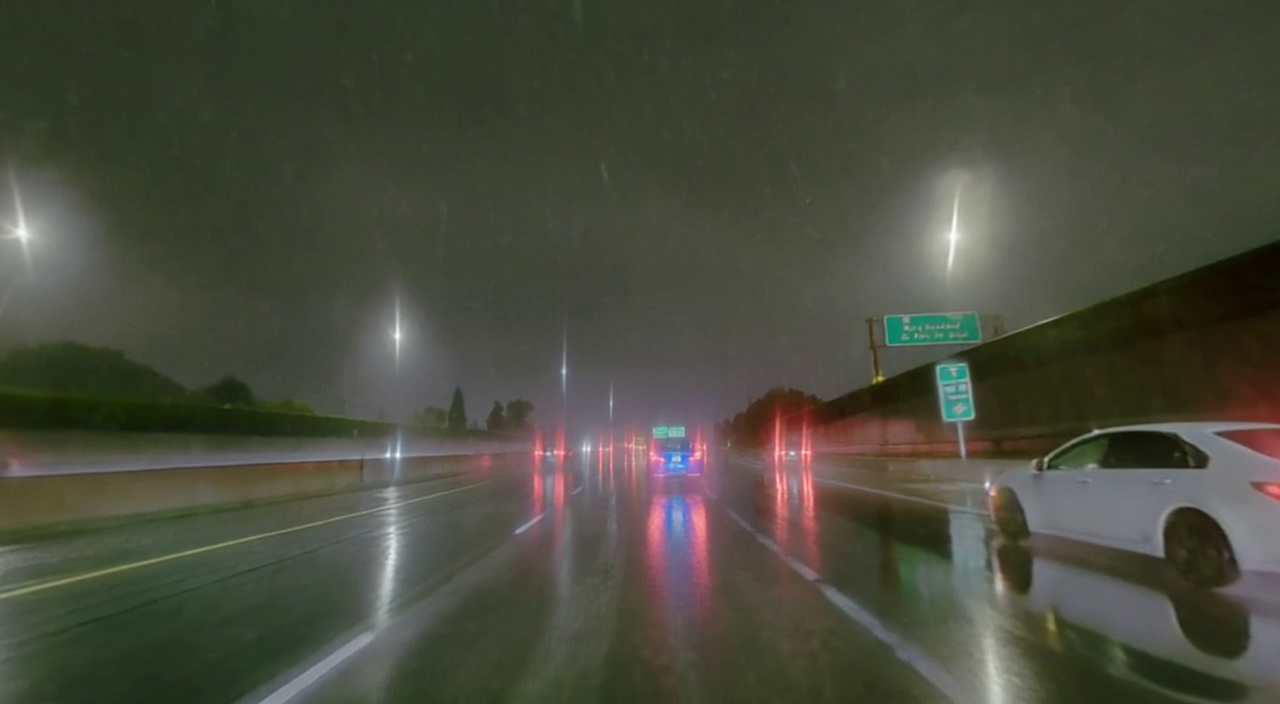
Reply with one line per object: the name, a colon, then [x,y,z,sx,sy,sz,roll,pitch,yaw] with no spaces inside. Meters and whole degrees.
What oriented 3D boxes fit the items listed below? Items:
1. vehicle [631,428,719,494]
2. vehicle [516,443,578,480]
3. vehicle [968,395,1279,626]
vehicle: [0.903,3.223,18.881,2.202,1.748,4.158,1,-9,-3]
vehicle: [-4.013,4.802,27.889,2.031,1.491,4.145,0,-9,1]
vehicle: [5.639,1.445,6.504,2.055,1.656,4.370,0,-9,-1]
